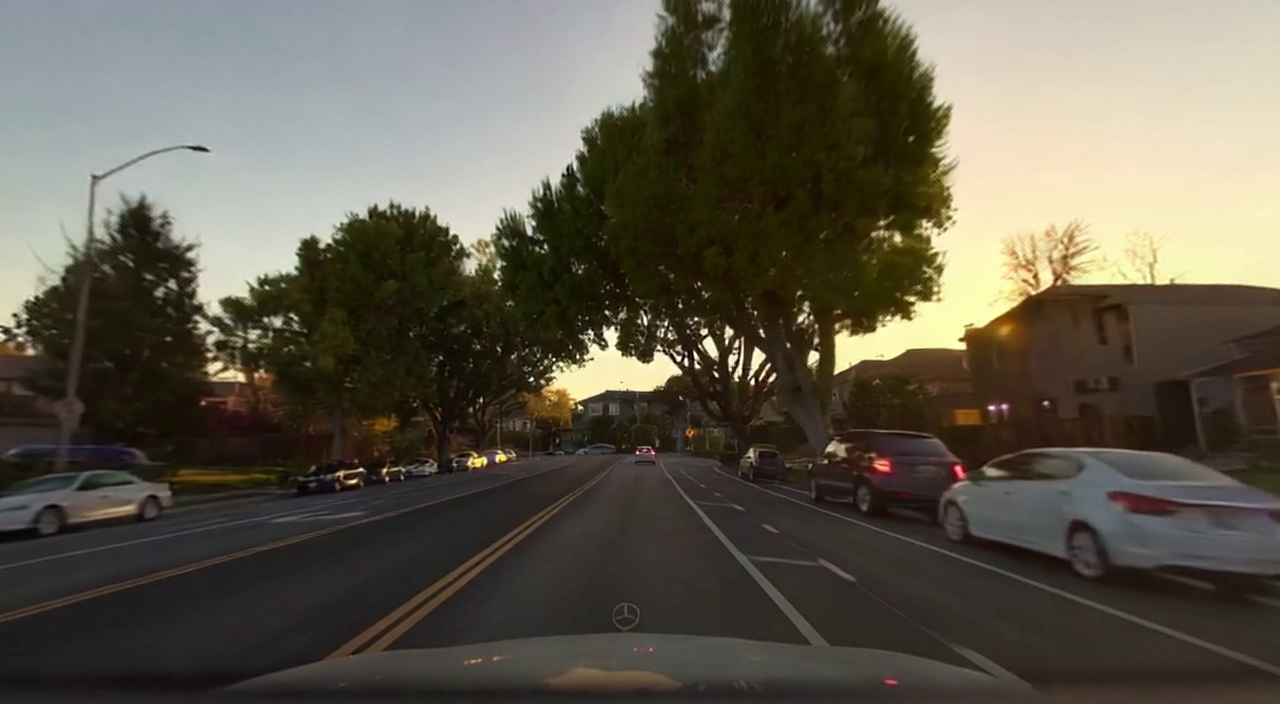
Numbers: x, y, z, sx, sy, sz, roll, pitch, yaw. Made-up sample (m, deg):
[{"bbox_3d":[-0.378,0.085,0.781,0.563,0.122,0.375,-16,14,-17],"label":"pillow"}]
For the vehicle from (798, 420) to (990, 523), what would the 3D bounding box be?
[{"bbox_3d":[5.145,2.499,13.734,2.078,1.813,4.827,0,-9,-1],"label":"vehicle"}]

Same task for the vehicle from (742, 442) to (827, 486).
[{"bbox_3d":[5.260,4.147,23.732,1.978,1.438,4.716,0,-9,-1],"label":"vehicle"}]

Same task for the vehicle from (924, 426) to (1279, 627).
[{"bbox_3d":[5.109,1.643,7.009,1.839,1.478,4.459,0,-9,0],"label":"vehicle"}]

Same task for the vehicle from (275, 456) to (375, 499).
[{"bbox_3d":[-12.519,4.973,25.441,1.877,1.505,4.125,0,-9,0],"label":"vehicle"}]

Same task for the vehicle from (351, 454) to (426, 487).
[{"bbox_3d":[-12.335,5.836,31.384,1.916,1.463,4.564,0,-9,-1],"label":"vehicle"}]

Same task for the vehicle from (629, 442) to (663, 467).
[{"bbox_3d":[0.322,6.416,39.821,2.022,1.471,3.973,0,-9,-1],"label":"vehicle"}]

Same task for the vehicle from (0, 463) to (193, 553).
[{"bbox_3d":[-12.354,3.235,13.790,1.853,1.497,4.527,0,-9,0],"label":"vehicle"}]

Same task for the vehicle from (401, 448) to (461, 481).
[{"bbox_3d":[-12.187,6.559,37.175,1.905,1.503,5.015,-5,-8,-2],"label":"vehicle"}]
